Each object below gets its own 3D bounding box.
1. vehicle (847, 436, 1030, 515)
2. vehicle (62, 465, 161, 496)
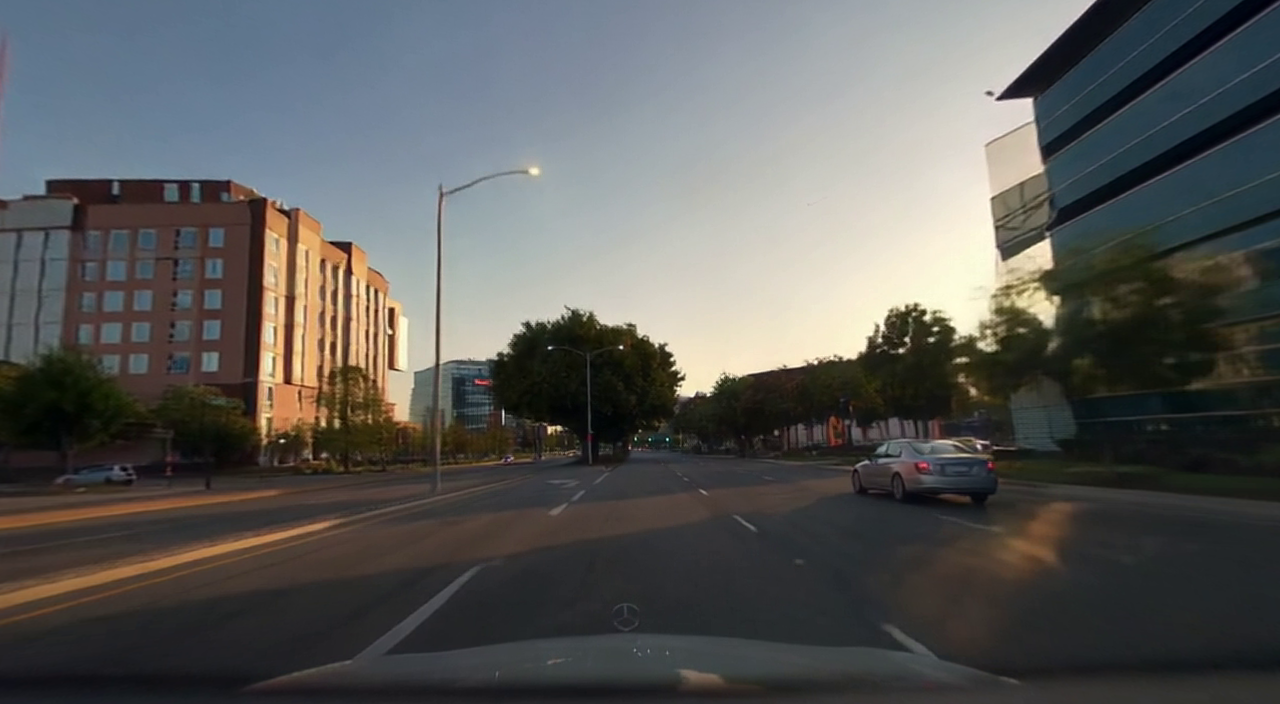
[{"bbox_3d":[6.613,2.767,14.737,1.913,1.504,4.738,0,-9,0],"label":"vehicle"},{"bbox_3d":[-32.703,7.913,39.181,1.990,1.595,4.310,-8,-11,40],"label":"vehicle"}]
